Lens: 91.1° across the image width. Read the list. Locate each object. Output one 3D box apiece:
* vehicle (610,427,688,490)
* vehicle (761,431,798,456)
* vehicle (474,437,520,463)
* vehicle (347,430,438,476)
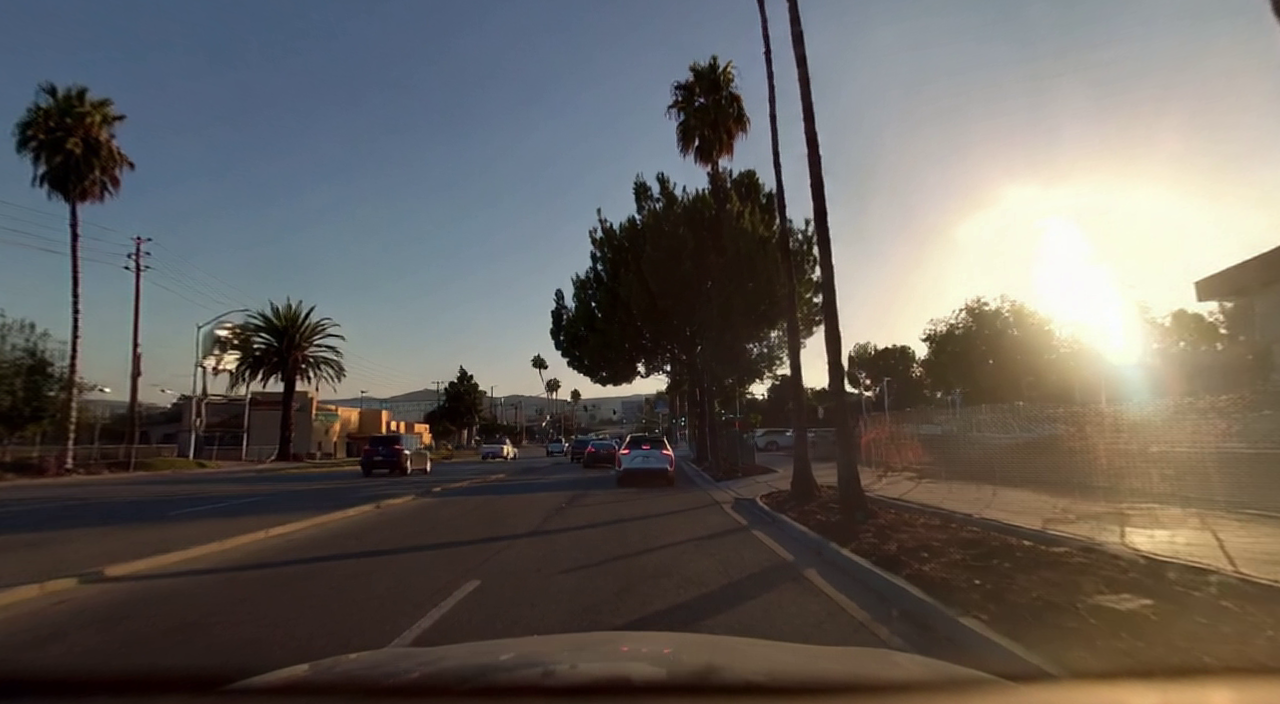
[{"bbox_3d":[0.300,3.181,19.136,2.121,1.710,3.893,0,-8,2],"label":"vehicle"},{"bbox_3d":[8.664,5.641,38.851,1.837,1.416,3.947,-2,-8,18],"label":"vehicle"},{"bbox_3d":[-10.182,6.958,45.011,1.998,1.731,4.952,0,-8,1],"label":"vehicle"},{"bbox_3d":[-10.252,4.205,26.395,1.965,1.743,4.327,0,-8,2],"label":"vehicle"}]
